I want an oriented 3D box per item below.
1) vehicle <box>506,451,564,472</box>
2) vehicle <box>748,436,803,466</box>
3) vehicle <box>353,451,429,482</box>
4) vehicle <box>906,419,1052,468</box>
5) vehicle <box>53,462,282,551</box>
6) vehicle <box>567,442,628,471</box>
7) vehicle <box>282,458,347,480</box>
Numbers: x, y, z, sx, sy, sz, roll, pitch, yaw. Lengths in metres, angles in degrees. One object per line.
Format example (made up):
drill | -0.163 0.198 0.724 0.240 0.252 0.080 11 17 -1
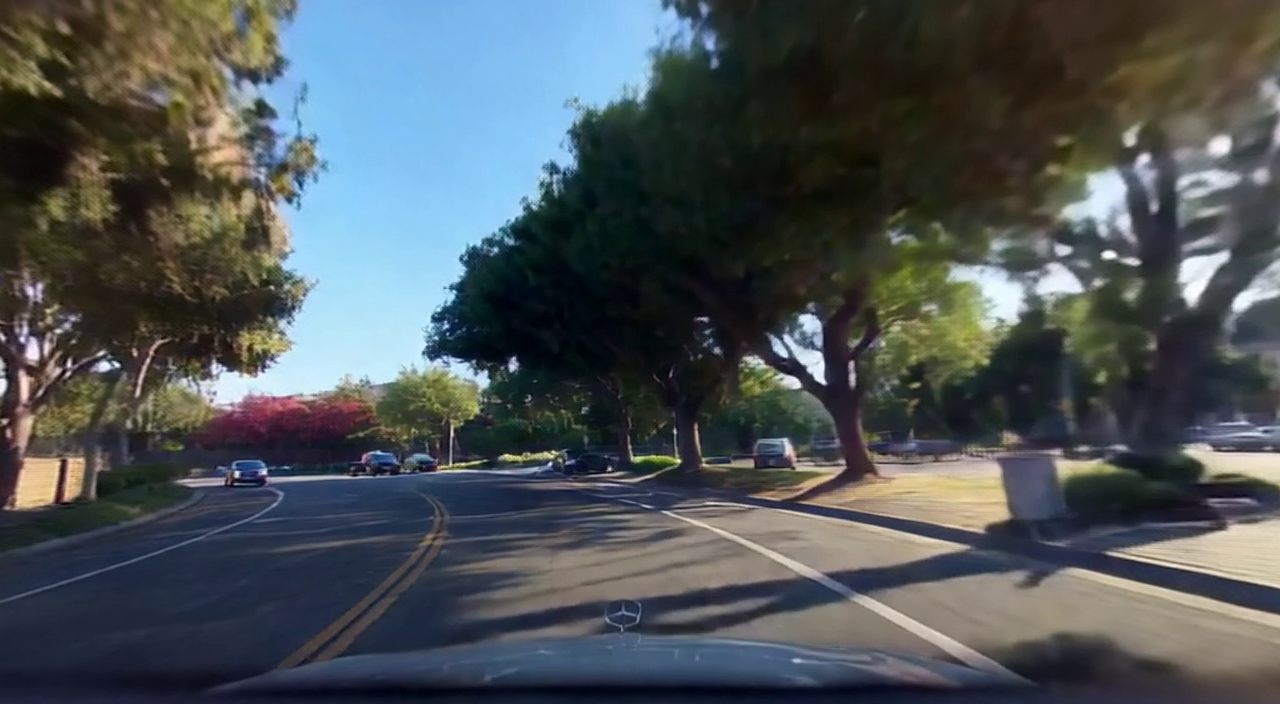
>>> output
vehicle | -7.947 8.333 48.153 2.036 1.517 4.225 -6 -10 30
vehicle | 8.407 6.046 38.900 1.900 1.711 4.666 -5 -10 30
vehicle | -16.489 7.505 41.726 5.202 1.817 2.042 -5 -9 36
vehicle | 12.063 3.308 22.681 4.308 1.433 1.871 -7 -7 28
vehicle | -11.405 3.683 16.185 2.772 1.161 7.241 0 -6 -21
vehicle | -3.010 7.518 45.738 2.229 1.723 4.372 -4 -6 32
vehicle | -24.544 8.779 47.636 4.611 1.519 2.053 -5 -10 28
